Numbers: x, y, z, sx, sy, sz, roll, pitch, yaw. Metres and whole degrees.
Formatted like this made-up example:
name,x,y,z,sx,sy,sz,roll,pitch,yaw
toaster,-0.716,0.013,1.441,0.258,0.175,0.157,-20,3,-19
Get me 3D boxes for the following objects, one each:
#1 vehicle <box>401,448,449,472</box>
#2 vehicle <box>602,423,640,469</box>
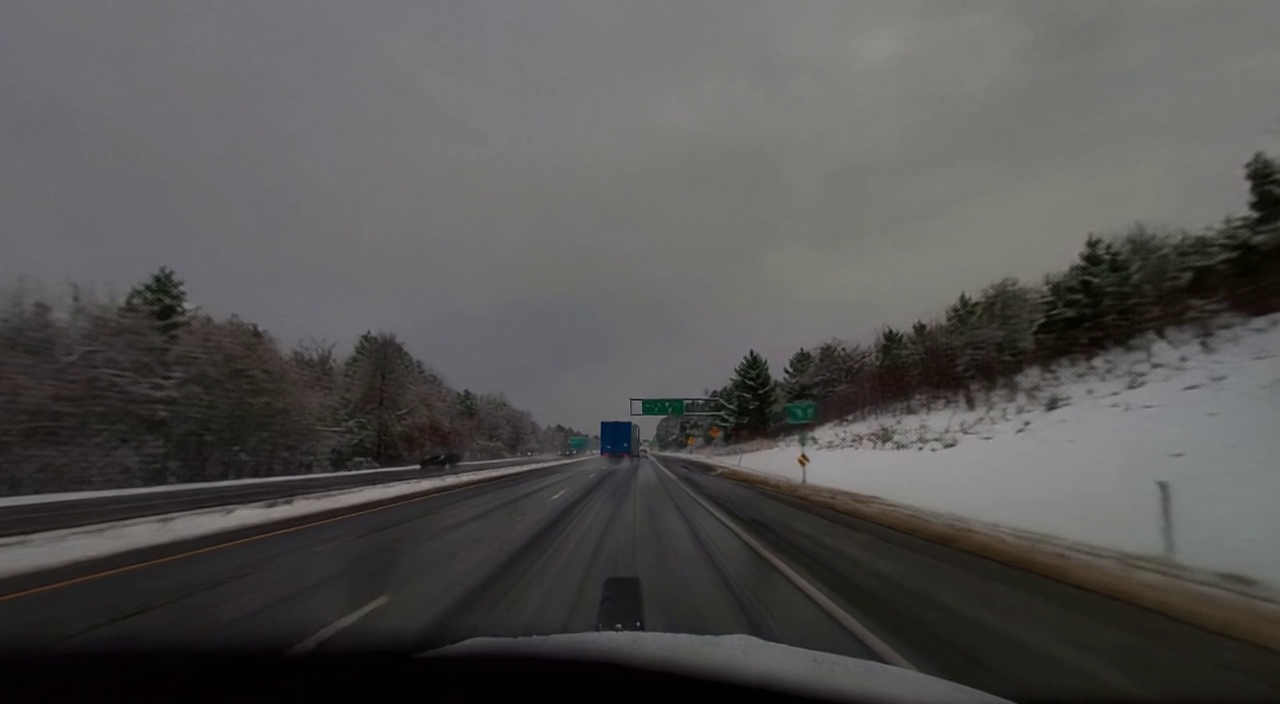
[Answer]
name,x,y,z,sx,sy,sz,roll,pitch,yaw
vehicle,-15.682,7.892,46.341,1.997,1.664,4.385,0,-9,0
vehicle,-1.438,7.263,48.708,2.704,3.270,6.745,0,-9,-2
